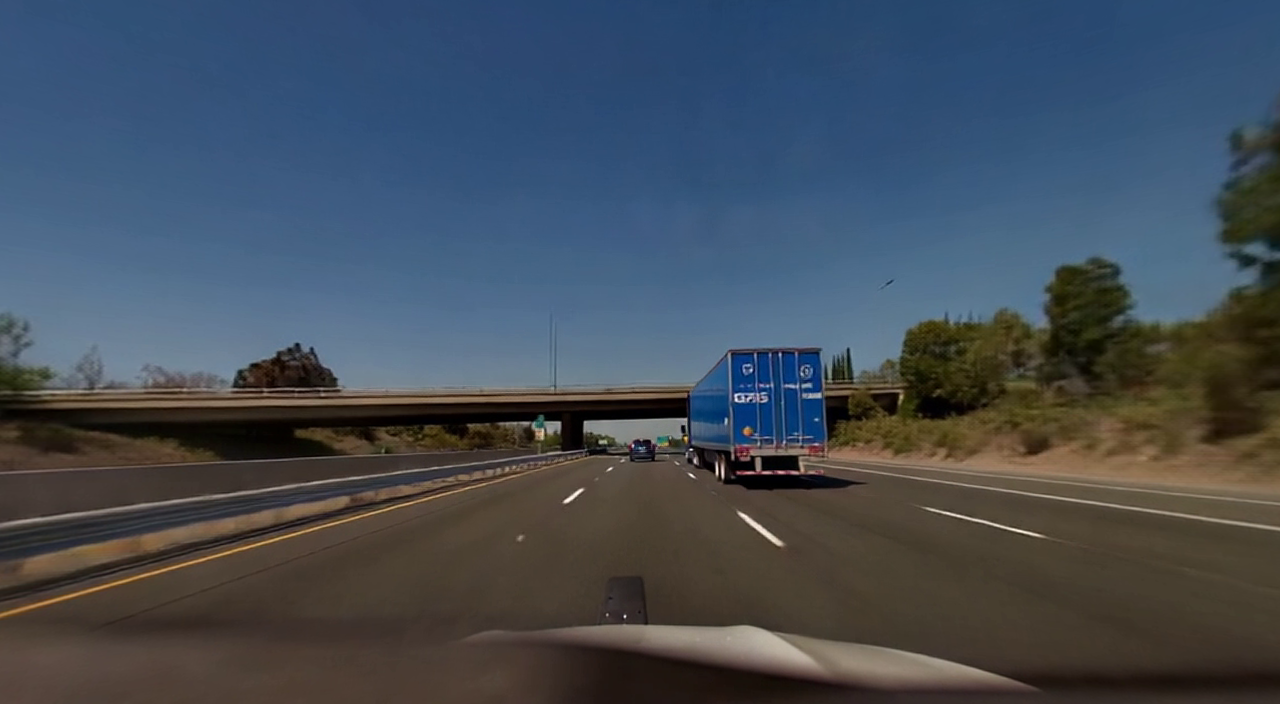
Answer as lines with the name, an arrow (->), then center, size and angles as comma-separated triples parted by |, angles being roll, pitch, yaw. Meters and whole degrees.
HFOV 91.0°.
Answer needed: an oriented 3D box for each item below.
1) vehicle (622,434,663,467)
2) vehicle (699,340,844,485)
vehicle -> 0.119, 5.264, 33.835 | 2.050, 1.654, 4.192 | 0, -8, 0
vehicle -> 4.180, 2.417, 22.977 | 3.014, 4.068, 10.359 | 0, -8, 0
